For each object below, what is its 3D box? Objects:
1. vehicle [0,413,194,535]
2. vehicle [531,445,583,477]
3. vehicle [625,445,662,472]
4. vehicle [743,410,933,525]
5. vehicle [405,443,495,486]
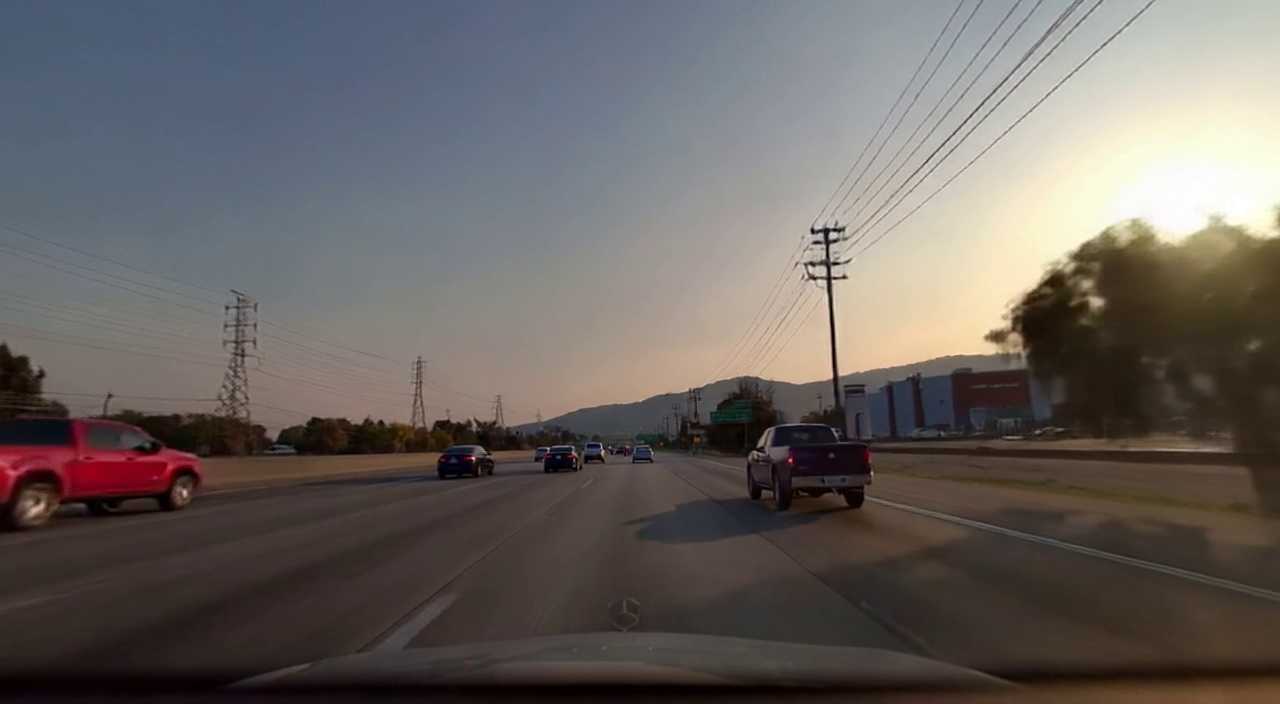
[{"bbox_3d":[-11.121,2.079,11.030,2.317,1.881,5.903,0,-9,0],"label":"vehicle"},{"bbox_3d":[-3.913,5.210,30.451,1.938,1.444,4.206,0,-9,0],"label":"vehicle"},{"bbox_3d":[0.178,6.139,36.669,2.030,1.471,4.115,0,-9,0],"label":"vehicle"},{"bbox_3d":[3.750,2.319,13.255,2.231,1.919,5.086,0,-9,-1],"label":"vehicle"},{"bbox_3d":[-7.154,4.263,24.331,1.959,1.496,4.740,0,-9,0],"label":"vehicle"}]
